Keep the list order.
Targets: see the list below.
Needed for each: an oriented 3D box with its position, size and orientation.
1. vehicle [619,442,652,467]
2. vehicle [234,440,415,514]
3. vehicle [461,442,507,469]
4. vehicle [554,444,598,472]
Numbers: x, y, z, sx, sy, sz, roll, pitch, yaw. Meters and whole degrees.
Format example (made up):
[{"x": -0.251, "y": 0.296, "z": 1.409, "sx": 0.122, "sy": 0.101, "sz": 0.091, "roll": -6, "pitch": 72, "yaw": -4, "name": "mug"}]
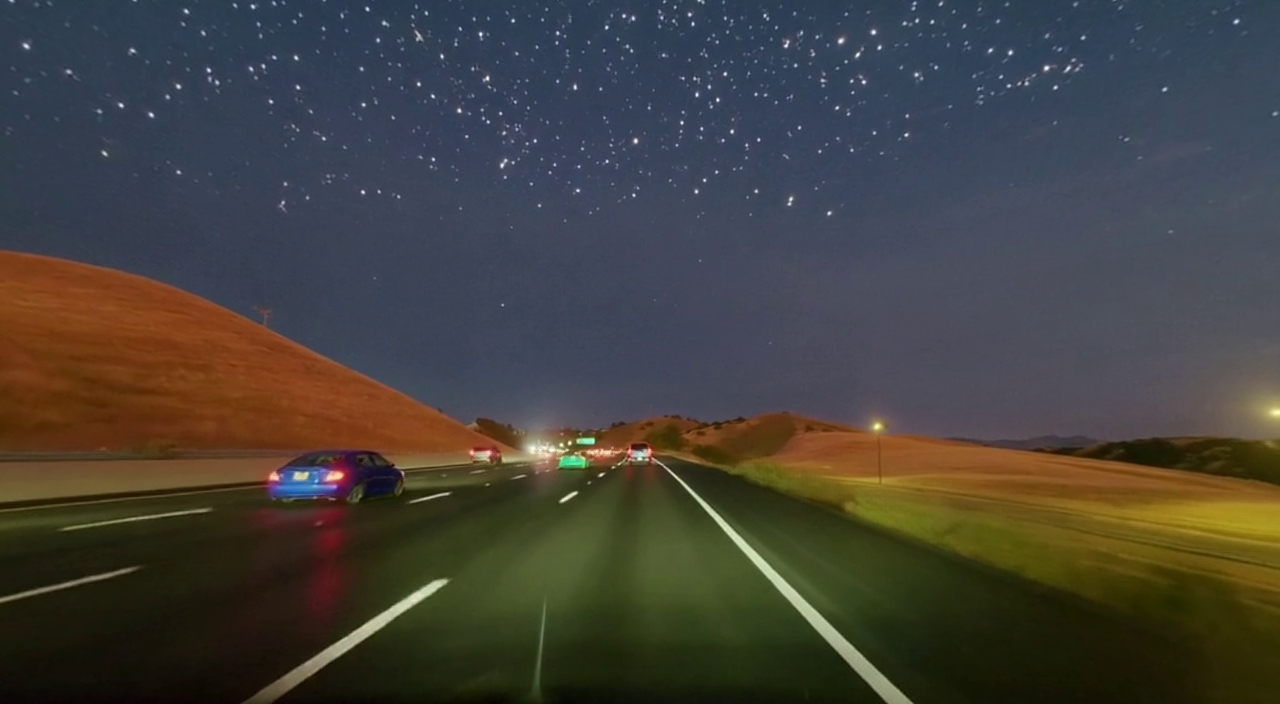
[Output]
[{"x": -0.348, "y": 7.179, "z": 44.322, "sx": 2.225, "sy": 1.674, "sz": 4.044, "roll": 0, "pitch": -8, "yaw": -1, "name": "vehicle"}, {"x": -7.068, "y": 2.808, "z": 14.750, "sx": 1.991, "sy": 1.441, "sz": 4.265, "roll": 0, "pitch": -8, "yaw": 1, "name": "vehicle"}, {"x": -11.007, "y": 7.291, "z": 44.711, "sx": 2.025, "sy": 1.750, "sz": 4.505, "roll": 0, "pitch": -8, "yaw": 1, "name": "vehicle"}, {"x": -3.689, "y": 6.224, "z": 37.354, "sx": 2.144, "sy": 1.505, "sz": 4.649, "roll": 0, "pitch": -8, "yaw": 0, "name": "vehicle"}]
